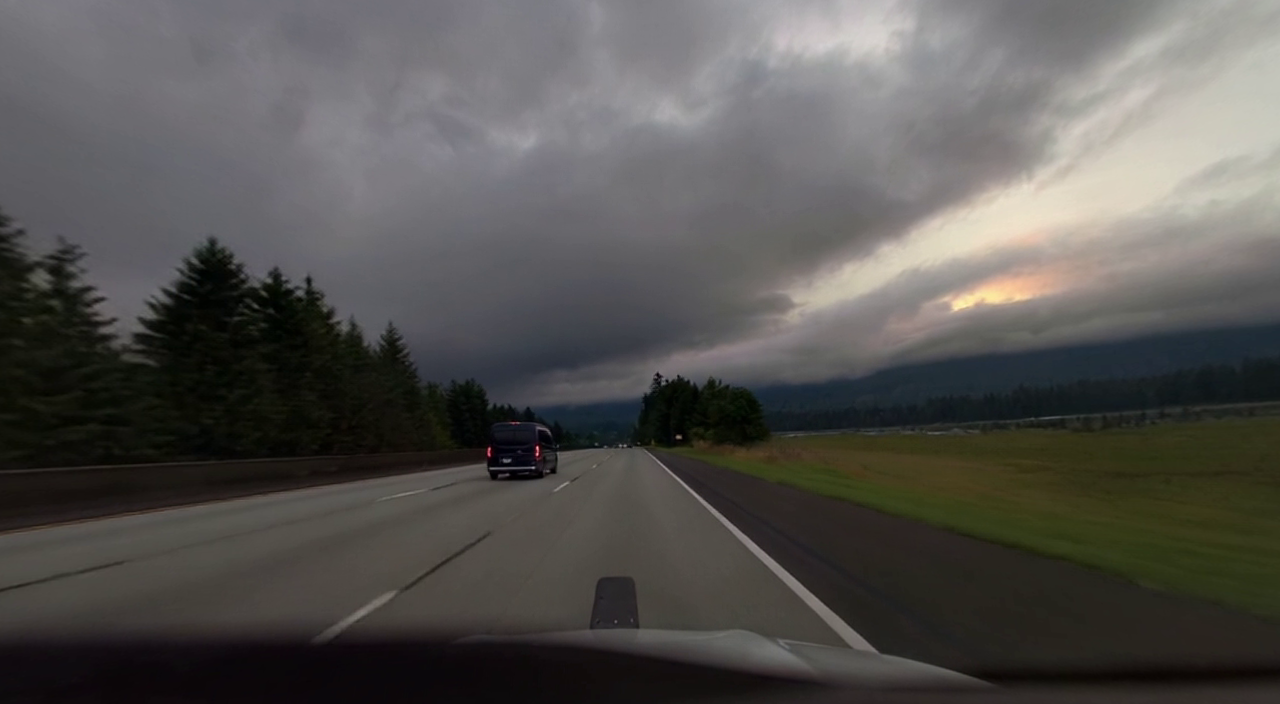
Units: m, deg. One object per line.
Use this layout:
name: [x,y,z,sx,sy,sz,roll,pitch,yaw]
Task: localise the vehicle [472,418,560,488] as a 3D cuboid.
vehicle: [-3.946,3.307,20.872,1.976,2.029,4.737,-1,-8,0]
